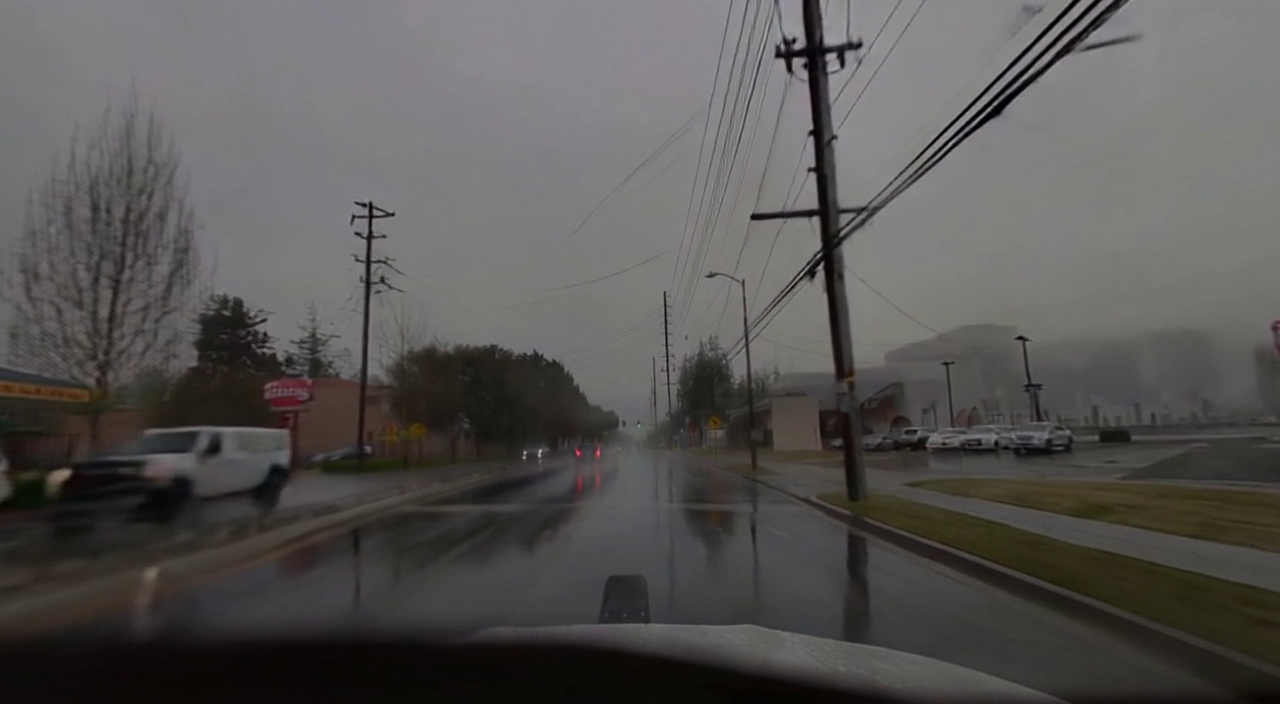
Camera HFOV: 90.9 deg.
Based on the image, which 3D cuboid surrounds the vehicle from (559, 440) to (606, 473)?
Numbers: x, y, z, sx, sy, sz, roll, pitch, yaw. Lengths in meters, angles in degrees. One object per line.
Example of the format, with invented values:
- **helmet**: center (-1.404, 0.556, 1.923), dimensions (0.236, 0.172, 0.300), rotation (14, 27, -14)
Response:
- **vehicle**: center (-2.903, 5.346, 32.539), dimensions (2.073, 1.525, 3.968), rotation (0, -8, 0)

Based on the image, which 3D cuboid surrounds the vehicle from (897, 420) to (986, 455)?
- **vehicle**: center (18.178, 5.173, 38.332), dimensions (2.020, 1.972, 4.983), rotation (2, -7, -16)

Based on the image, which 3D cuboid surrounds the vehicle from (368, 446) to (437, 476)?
- **vehicle**: center (-13.696, 6.290, 36.638), dimensions (2.091, 1.538, 4.451), rotation (-1, -8, 3)

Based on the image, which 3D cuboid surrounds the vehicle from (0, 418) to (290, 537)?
- **vehicle**: center (-10.448, 2.581, 13.789), dimensions (2.437, 2.069, 5.159), rotation (-1, -8, 3)

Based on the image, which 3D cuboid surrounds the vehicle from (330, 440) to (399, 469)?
- **vehicle**: center (-21.296, 7.885, 48.651), dimensions (5.575, 2.142, 1.996), rotation (-6, -9, 33)

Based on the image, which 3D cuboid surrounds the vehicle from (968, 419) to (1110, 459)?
- **vehicle**: center (17.841, 3.910, 28.379), dimensions (4.943, 1.646, 2.072), rotation (0, -8, -1)
